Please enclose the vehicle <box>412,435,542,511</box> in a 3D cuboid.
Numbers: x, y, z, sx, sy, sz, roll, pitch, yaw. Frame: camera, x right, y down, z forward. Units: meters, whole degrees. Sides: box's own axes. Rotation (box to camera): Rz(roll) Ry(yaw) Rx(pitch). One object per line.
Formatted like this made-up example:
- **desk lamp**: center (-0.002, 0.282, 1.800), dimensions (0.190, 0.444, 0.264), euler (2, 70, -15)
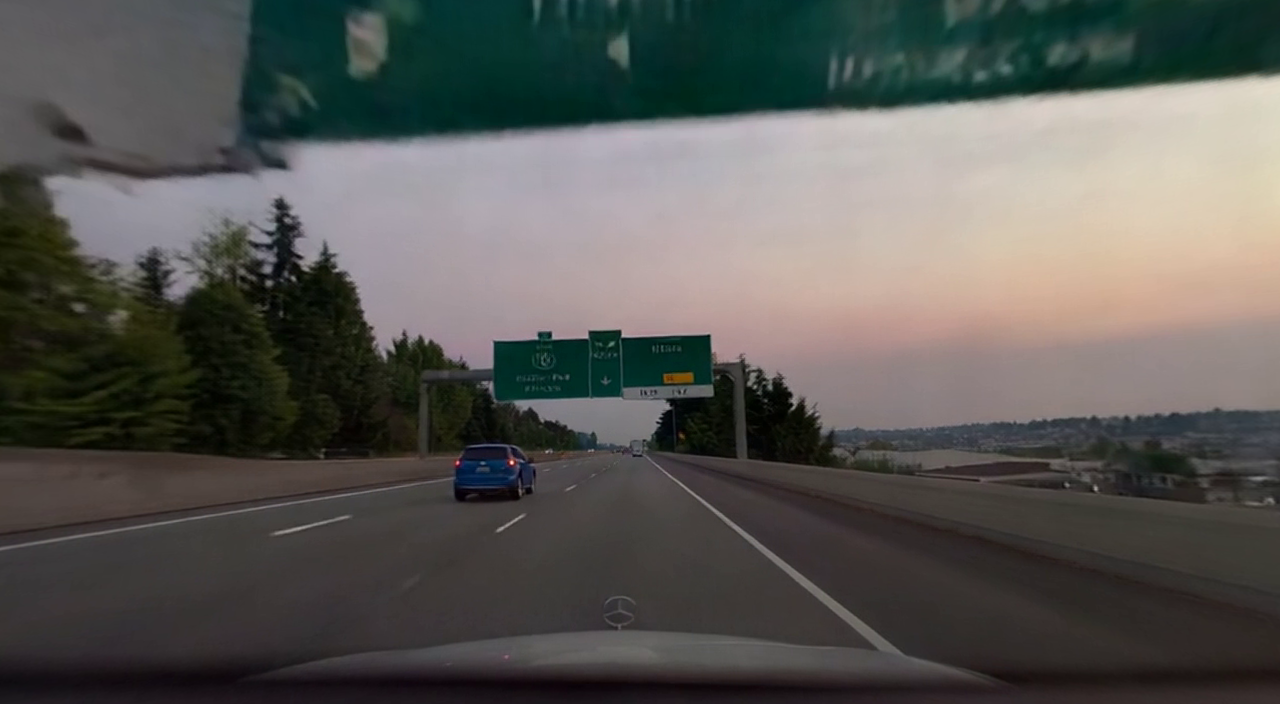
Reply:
- **vehicle**: center (-3.912, 2.979, 15.951), dimensions (2.104, 1.626, 4.283), euler (-1, -9, 1)
